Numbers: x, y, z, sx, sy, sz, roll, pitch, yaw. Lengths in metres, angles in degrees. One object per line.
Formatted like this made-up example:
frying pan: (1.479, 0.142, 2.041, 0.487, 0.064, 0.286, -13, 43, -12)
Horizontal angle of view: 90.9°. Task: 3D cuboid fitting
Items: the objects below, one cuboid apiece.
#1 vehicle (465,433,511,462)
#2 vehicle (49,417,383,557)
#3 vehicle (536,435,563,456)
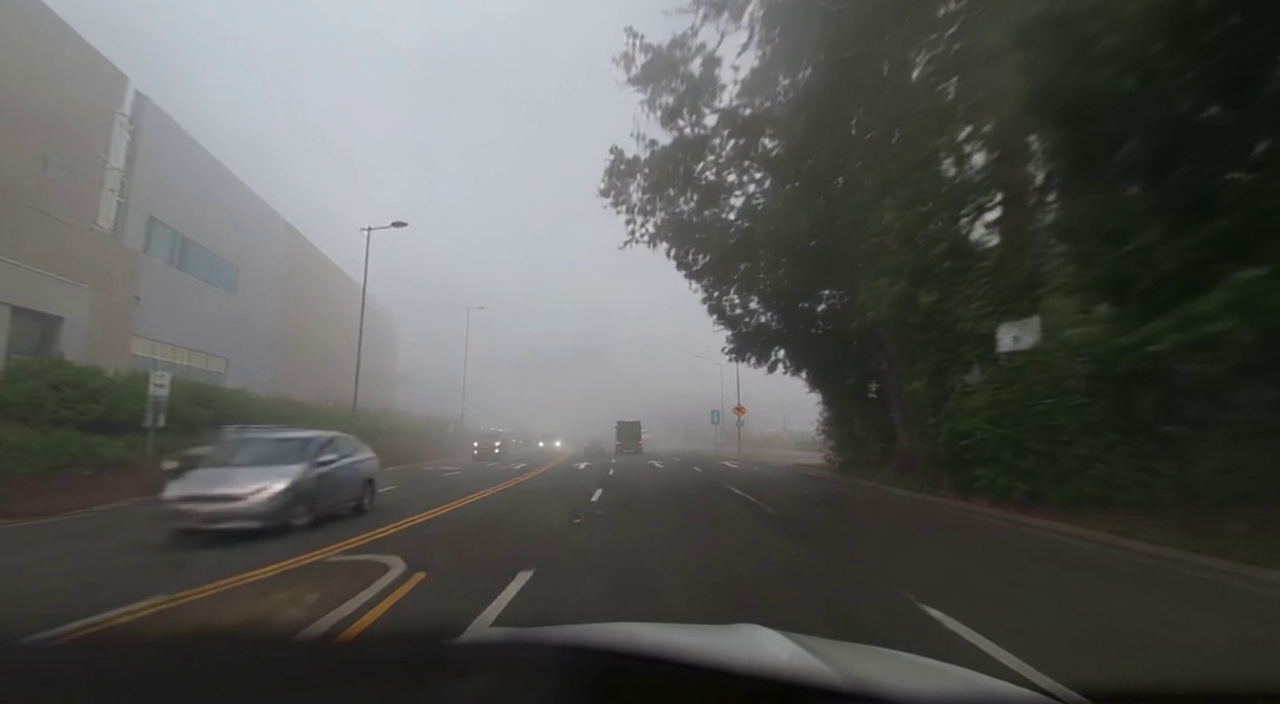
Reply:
vehicle: (-9.114, 5.735, 38.042, 1.957, 1.588, 3.965, 0, -8, -2)
vehicle: (-5.751, 1.839, 9.334, 2.120, 1.610, 3.917, 0, -8, 2)
vehicle: (-6.839, 7.102, 47.863, 1.727, 1.519, 3.805, 0, -8, -4)
